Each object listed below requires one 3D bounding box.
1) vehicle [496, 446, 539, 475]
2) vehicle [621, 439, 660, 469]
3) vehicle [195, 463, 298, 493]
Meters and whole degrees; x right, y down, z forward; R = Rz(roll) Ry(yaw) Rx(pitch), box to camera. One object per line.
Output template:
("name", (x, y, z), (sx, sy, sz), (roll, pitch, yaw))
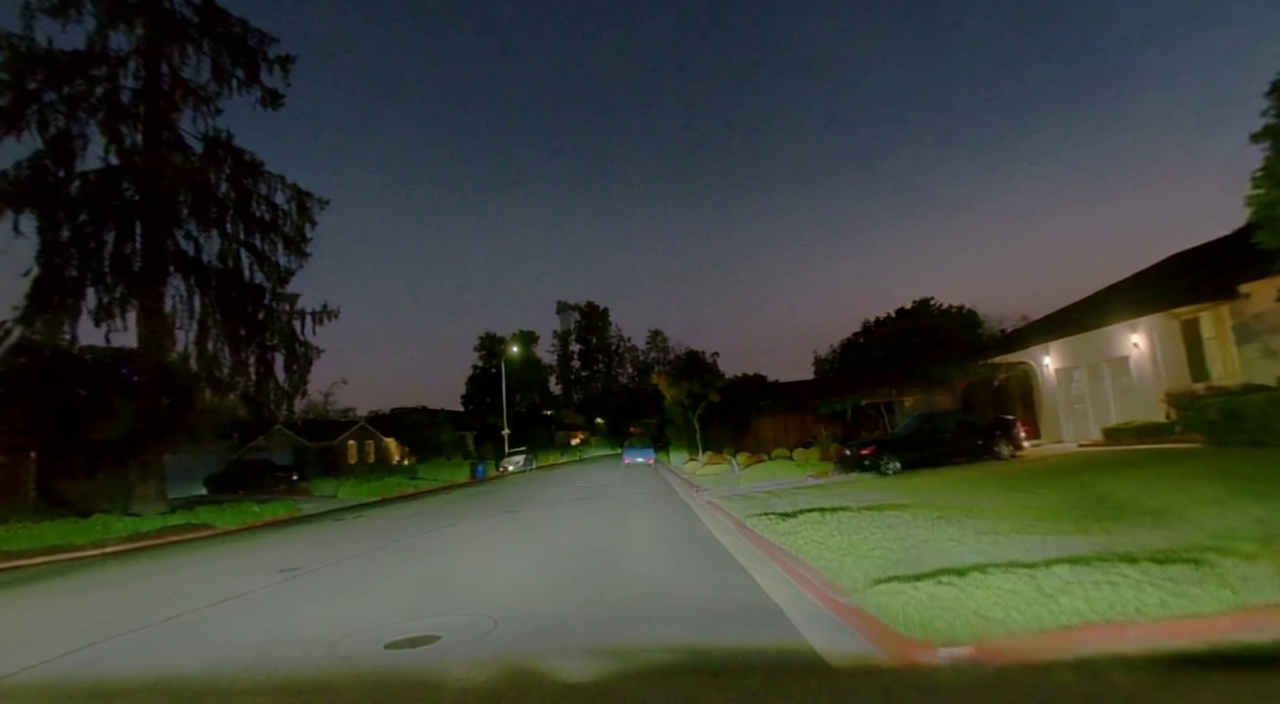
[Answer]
("vehicle", (-8.810, 7.838, 45.905), (2.208, 1.834, 4.675), (-4, -8, -2))
("vehicle", (-0.045, 5.841, 36.209), (2.005, 1.553, 3.984), (0, -9, -3))
("vehicle", (-21.639, 6.941, 34.860), (4.404, 1.495, 1.844), (0, -9, 0))
